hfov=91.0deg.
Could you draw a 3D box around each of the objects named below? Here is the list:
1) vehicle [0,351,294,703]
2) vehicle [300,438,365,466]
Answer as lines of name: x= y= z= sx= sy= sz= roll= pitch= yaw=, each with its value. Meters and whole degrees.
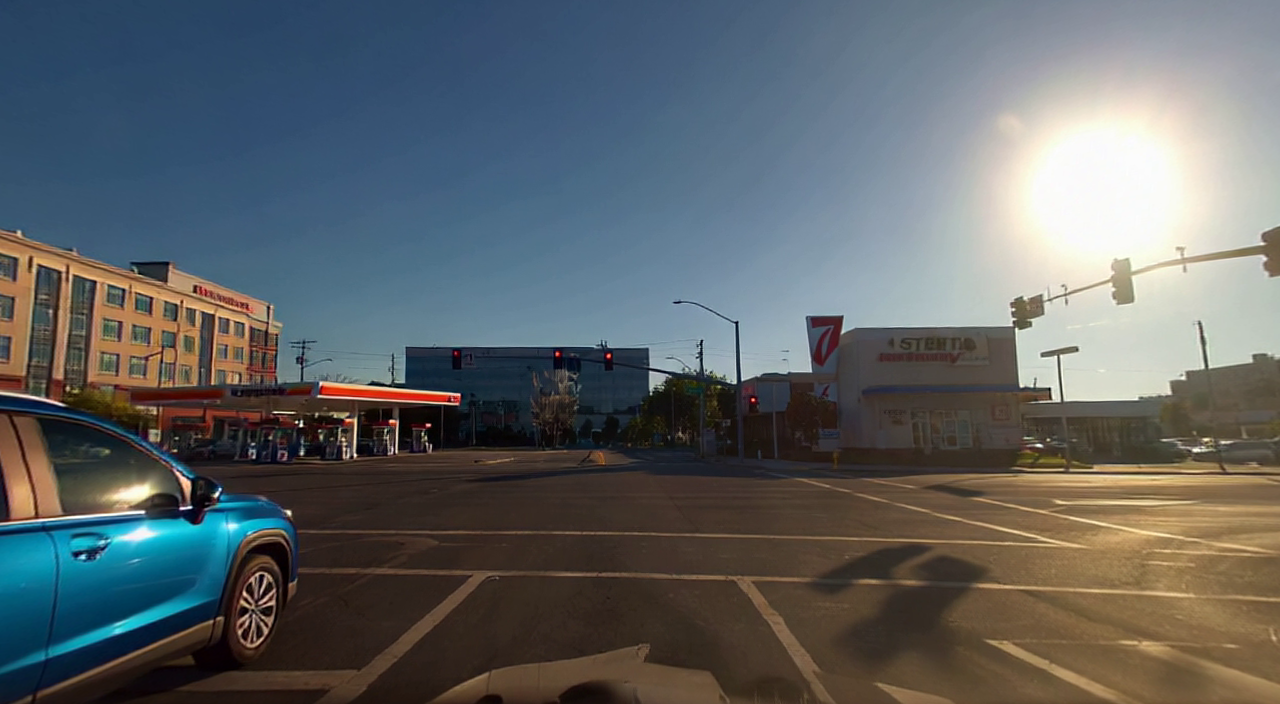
vehicle: x=-3.421 y=0.803 z=2.046 sx=2.053 sy=1.690 sz=4.364 roll=0 pitch=-9 yaw=1
vehicle: x=-20.459 y=6.679 z=42.144 sx=2.004 sy=1.699 sz=4.486 roll=0 pitch=-9 yaw=1
